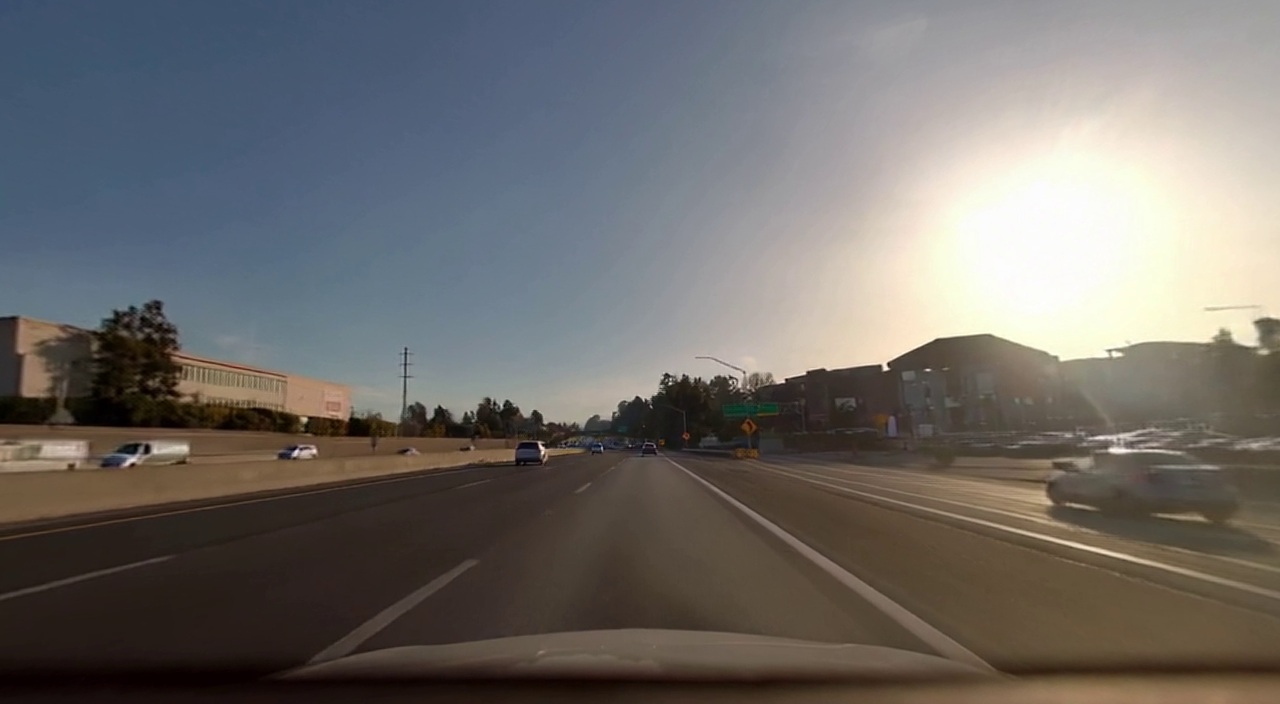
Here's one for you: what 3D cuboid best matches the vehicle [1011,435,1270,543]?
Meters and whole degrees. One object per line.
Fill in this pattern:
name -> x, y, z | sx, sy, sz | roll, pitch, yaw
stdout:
vehicle -> 18.029, 4.854, 23.689 | 3.007, 3.318, 7.486 | 1, -8, -5

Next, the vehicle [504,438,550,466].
vehicle -> -7.149, 6.360, 40.307 | 2.088, 1.678, 4.426 | 0, -8, 1

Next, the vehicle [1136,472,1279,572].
vehicle -> 18.988, 4.160, 13.550 | 3.122, 2.437, 15.553 | 0, -8, -5
